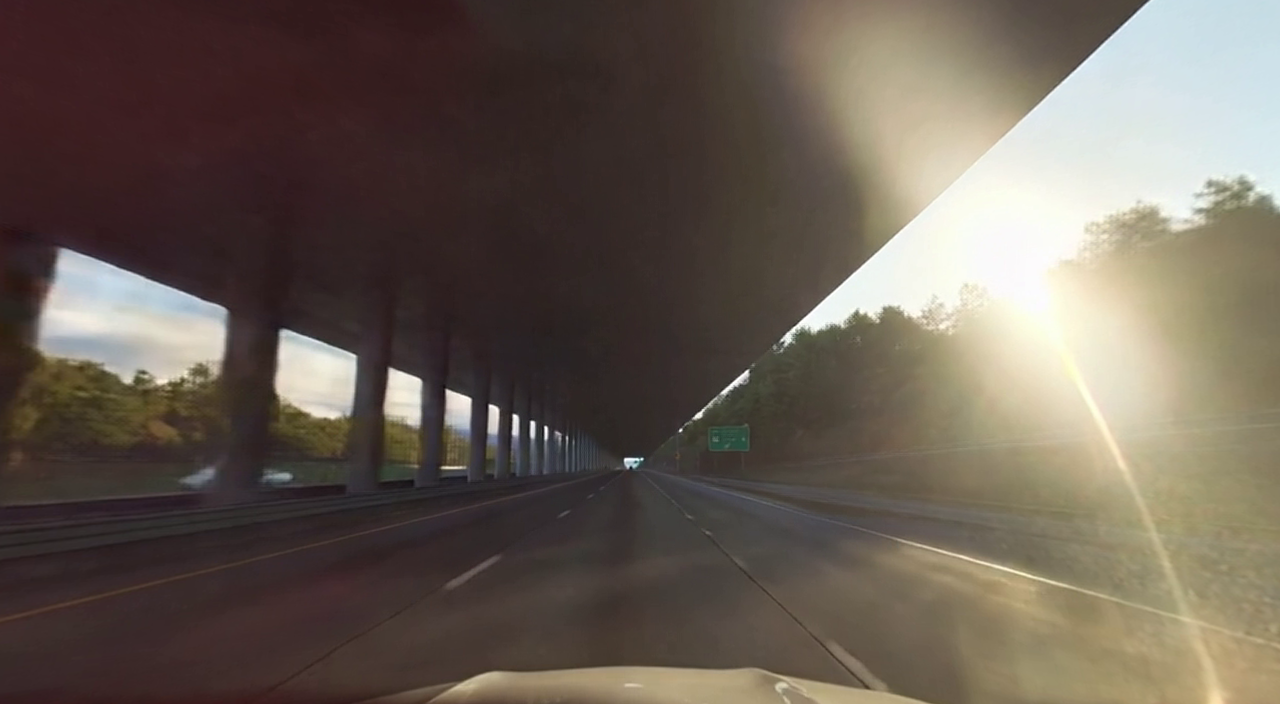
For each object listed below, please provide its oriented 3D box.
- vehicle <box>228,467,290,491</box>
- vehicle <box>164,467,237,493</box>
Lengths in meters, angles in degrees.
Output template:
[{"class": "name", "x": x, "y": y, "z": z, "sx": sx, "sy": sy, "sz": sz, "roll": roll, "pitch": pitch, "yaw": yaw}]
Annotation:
[{"class": "vehicle", "x": -26.128, "y": 8.720, "z": 43.320, "sx": 1.823, "sy": 1.534, "sz": 3.726, "roll": 1, "pitch": -10, "yaw": 1}, {"class": "vehicle", "x": -30.487, "y": 8.848, "z": 43.848, "sx": 1.904, "sy": 1.675, "sz": 4.320, "roll": 1, "pitch": -10, "yaw": 0}]
